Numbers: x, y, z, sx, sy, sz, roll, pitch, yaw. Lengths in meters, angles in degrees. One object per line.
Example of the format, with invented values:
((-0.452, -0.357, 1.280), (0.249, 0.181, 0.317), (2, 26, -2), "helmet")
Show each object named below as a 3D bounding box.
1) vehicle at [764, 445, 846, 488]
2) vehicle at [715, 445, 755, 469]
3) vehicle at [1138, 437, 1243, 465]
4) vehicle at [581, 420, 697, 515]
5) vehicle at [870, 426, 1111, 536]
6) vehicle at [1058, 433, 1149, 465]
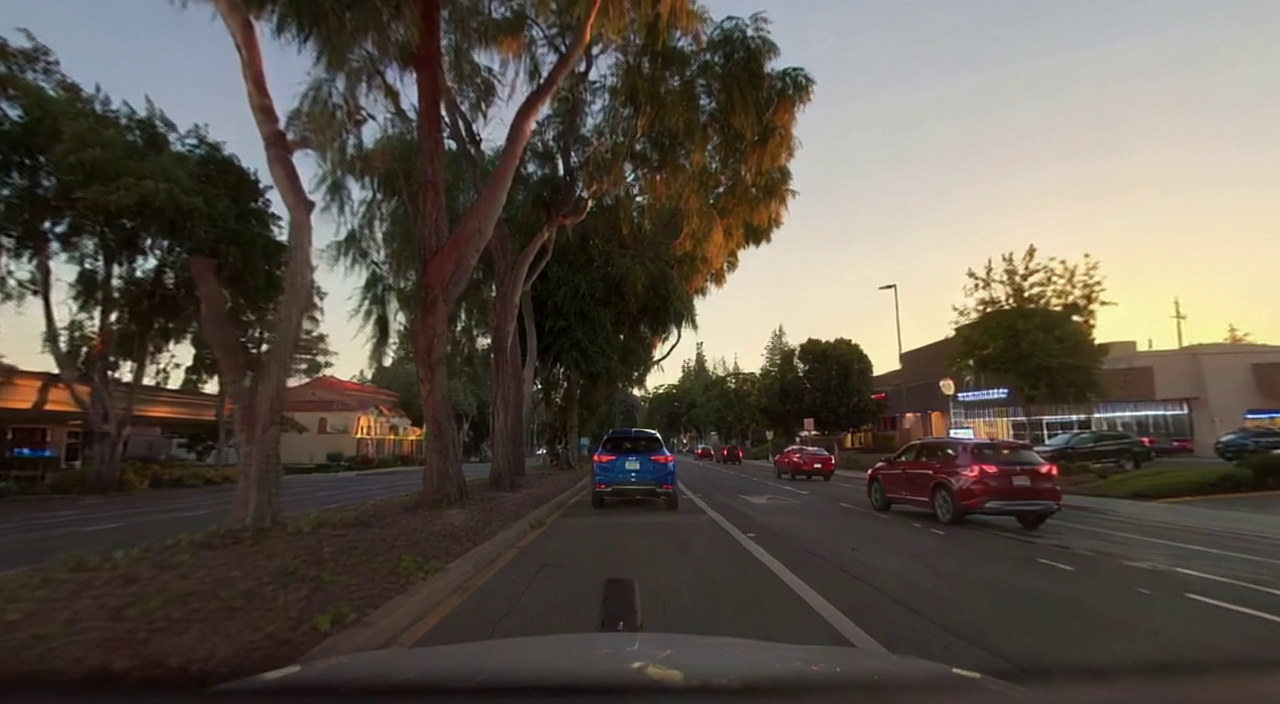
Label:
((6.493, 4.533, 25.460), (2.035, 1.553, 4.465), (0, -9, -1), "vehicle")
((6.516, 7.262, 43.883), (1.914, 1.523, 4.287), (0, -9, -2), "vehicle")
((33.252, 5.996, 38.373), (1.959, 1.580, 4.873), (0, -9, 0), "vehicle")
((-0.022, 2.636, 14.820), (2.320, 1.880, 4.192), (0, -9, 0), "vehicle")
((6.337, 2.362, 12.206), (2.056, 1.703, 4.428), (0, -9, 0), "vehicle")
((27.826, 5.858, 38.130), (1.967, 1.803, 4.305), (0, -9, -3), "vehicle")
